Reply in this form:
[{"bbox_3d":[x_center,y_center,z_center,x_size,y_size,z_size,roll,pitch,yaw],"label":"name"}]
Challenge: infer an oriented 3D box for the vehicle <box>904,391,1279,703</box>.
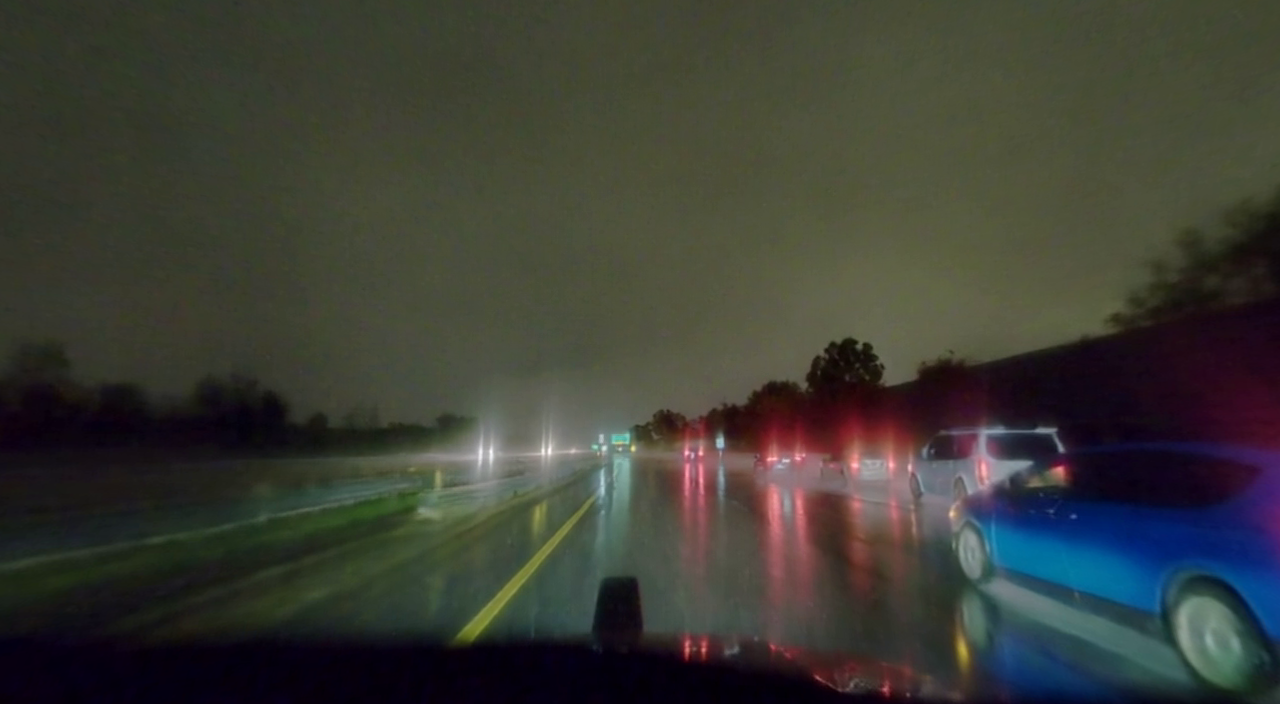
[{"bbox_3d":[3.647,1.186,4.025,2.002,1.604,4.265,-1,-9,0],"label":"vehicle"}]
